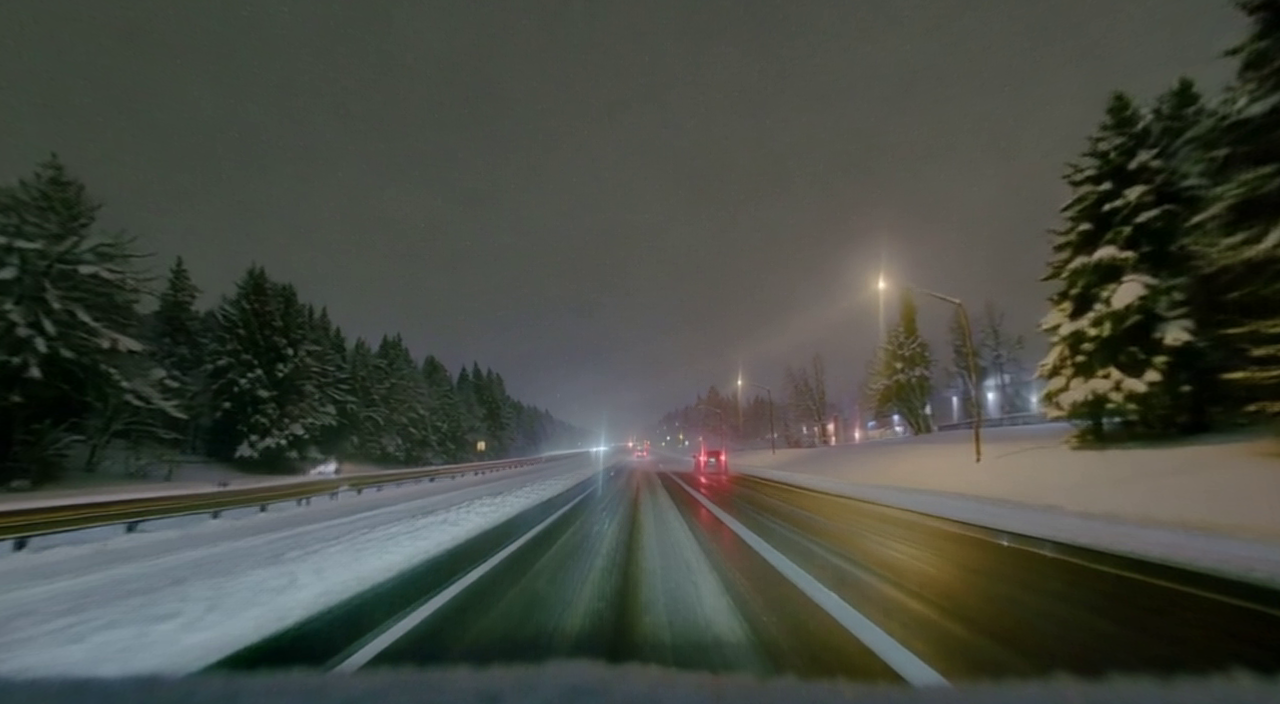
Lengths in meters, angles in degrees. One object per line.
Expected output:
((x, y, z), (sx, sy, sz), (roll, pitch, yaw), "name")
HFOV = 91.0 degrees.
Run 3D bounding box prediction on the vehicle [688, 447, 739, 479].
((3.786, 5.797, 33.194), (2.115, 1.522, 4.330), (0, -9, 0), "vehicle")
